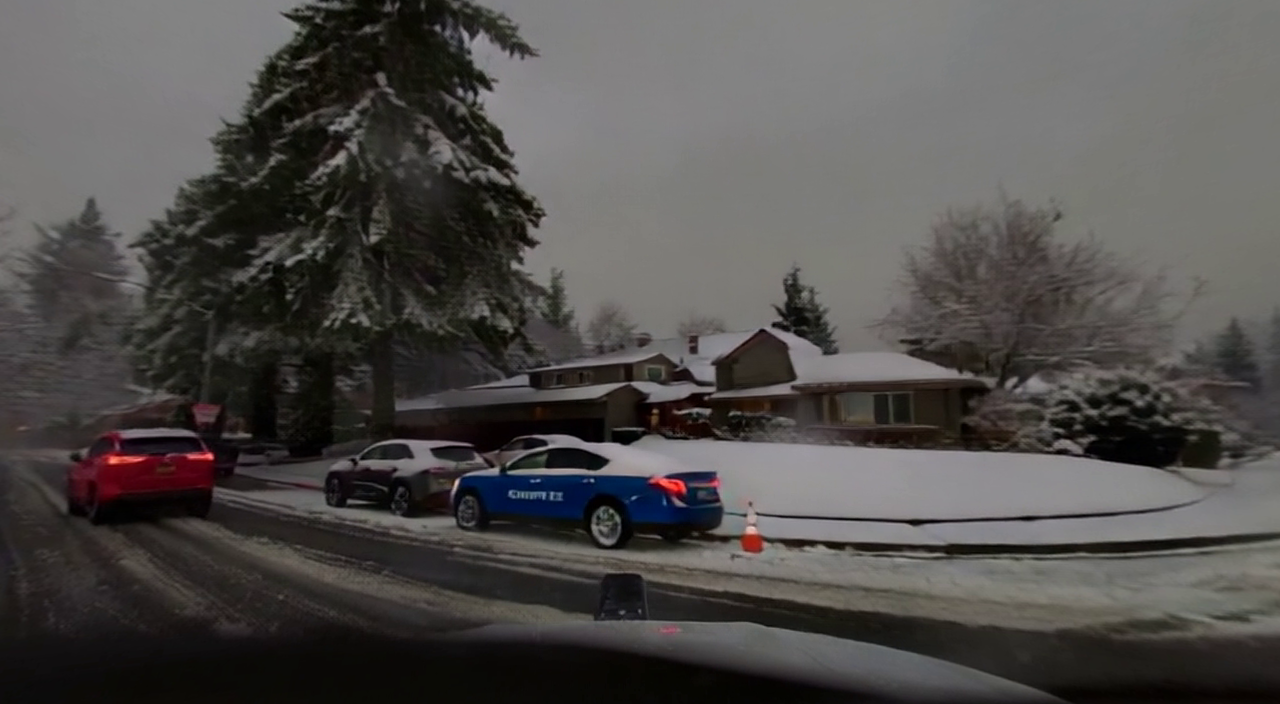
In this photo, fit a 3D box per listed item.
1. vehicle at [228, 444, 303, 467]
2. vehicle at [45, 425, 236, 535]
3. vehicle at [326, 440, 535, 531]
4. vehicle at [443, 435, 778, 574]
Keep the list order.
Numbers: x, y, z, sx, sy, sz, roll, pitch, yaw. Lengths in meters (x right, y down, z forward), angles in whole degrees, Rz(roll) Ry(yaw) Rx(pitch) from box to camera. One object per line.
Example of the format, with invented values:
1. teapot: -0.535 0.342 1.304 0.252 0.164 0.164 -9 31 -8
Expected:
1. vehicle: -28.047 7.736 47.405 4.486 1.629 1.792 8 -11 -43
2. vehicle: -9.968 2.405 12.506 4.094 1.748 2.350 -8 -12 44
3. vehicle: -4.562 2.634 13.301 5.022 1.497 1.996 -7 -10 43
4. vehicle: -0.647 2.049 9.503 4.710 1.515 2.400 -8 -12 43
